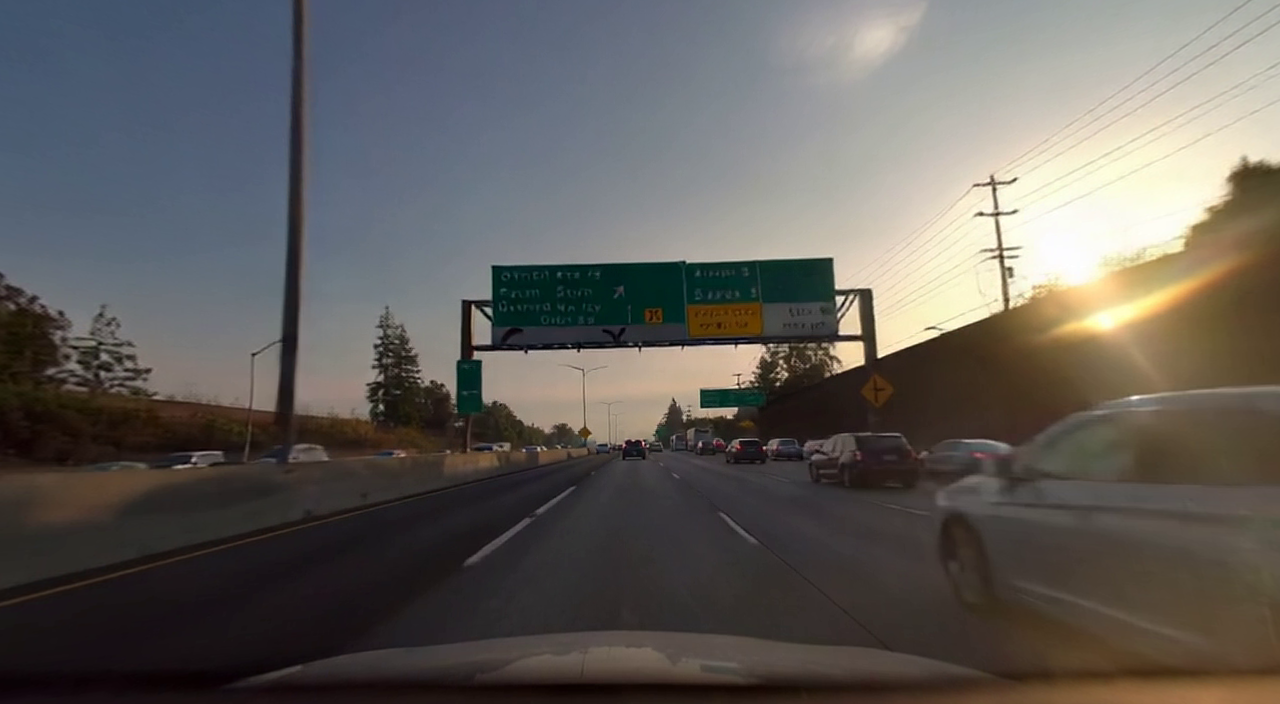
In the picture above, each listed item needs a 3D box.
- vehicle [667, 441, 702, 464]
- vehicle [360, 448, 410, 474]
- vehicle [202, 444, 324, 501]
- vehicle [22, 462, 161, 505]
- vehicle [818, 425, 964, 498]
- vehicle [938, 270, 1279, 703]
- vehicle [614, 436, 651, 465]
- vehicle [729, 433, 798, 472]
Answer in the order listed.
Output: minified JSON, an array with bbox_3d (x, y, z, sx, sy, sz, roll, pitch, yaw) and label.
[{"bbox_3d":[2.976,6.893,43.287,1.948,1.476,4.691,0,-8,-2],"label":"vehicle"},{"bbox_3d":[-19.027,8.100,47.175,1.925,1.810,4.318,0,-8,-1],"label":"vehicle"},{"bbox_3d":[-15.547,4.933,26.390,2.010,2.033,5.111,1,-8,-1],"label":"vehicle"},{"bbox_3d":[-22.815,5.463,26.488,1.795,1.459,4.573,0,-8,-1],"label":"vehicle"},{"bbox_3d":[6.680,2.968,17.419,2.066,1.739,4.493,0,-8,-1],"label":"vehicle"},{"bbox_3d":[3.014,0.607,1.462,2.152,1.821,4.853,0,-8,-1],"label":"vehicle"},{"bbox_3d":[-0.500,6.536,41.934,2.314,1.796,4.254,0,-8,-1],"label":"vehicle"},{"bbox_3d":[6.214,5.134,32.390,2.145,1.822,4.791,1,-8,-6],"label":"vehicle"}]
